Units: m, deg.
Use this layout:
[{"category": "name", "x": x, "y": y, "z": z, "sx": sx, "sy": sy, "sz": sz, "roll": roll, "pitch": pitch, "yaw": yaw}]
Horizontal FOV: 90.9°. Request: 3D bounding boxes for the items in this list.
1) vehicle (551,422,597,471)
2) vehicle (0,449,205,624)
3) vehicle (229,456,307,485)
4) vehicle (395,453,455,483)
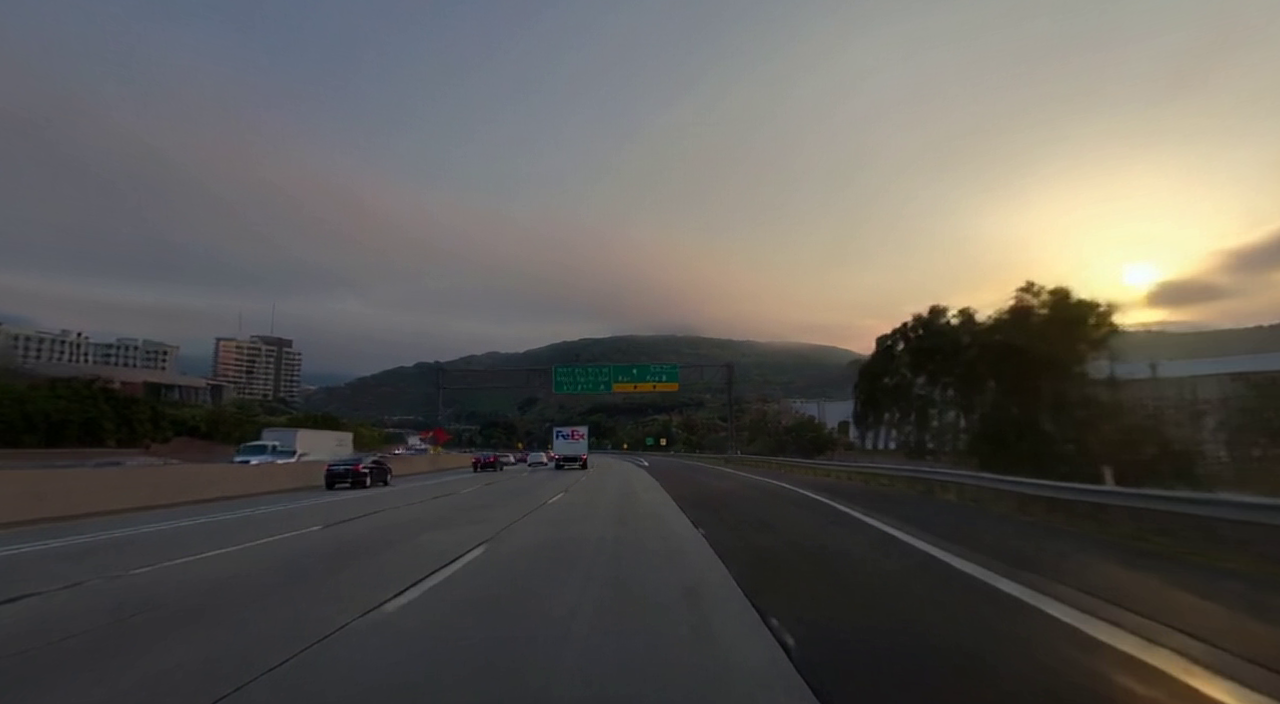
[{"category": "vehicle", "x": -4.793, "y": 7.038, "z": 46.883, "sx": 2.798, "sy": 3.212, "sz": 7.573, "roll": 2, "pitch": -8, "yaw": -2}, {"category": "vehicle", "x": -7.747, "y": 2.015, "z": 7.153, "sx": 2.294, "sy": 1.710, "sz": 4.436, "roll": 1, "pitch": -8, "yaw": 2}, {"category": "vehicle", "x": -21.443, "y": 6.818, "z": 36.601, "sx": 1.813, "sy": 1.448, "sz": 4.578, "roll": 0, "pitch": -8, "yaw": -1}, {"category": "vehicle", "x": -11.922, "y": 6.434, "z": 35.252, "sx": 1.879, "sy": 1.431, "sz": 4.425, "roll": 0, "pitch": -8, "yaw": -1}]
